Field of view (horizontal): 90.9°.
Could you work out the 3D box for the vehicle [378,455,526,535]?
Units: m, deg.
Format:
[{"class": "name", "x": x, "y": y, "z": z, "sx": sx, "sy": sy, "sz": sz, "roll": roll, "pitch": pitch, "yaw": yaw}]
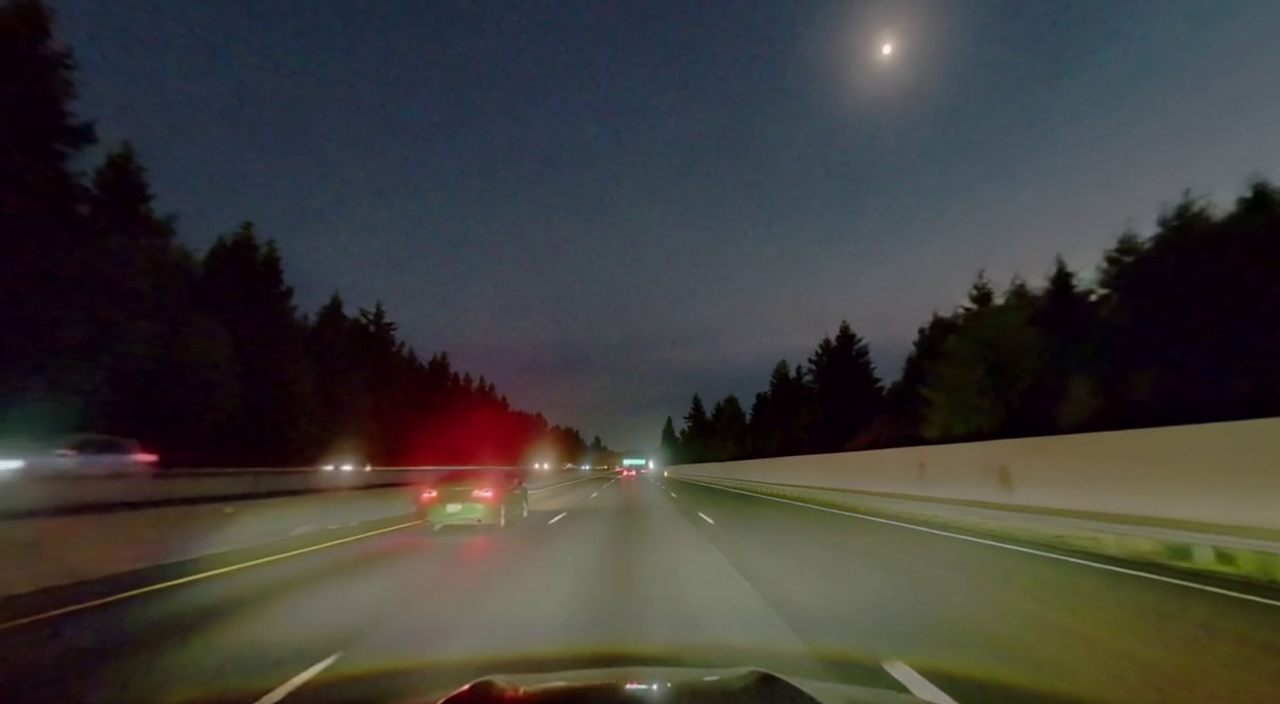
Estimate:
[{"class": "vehicle", "x": -3.944, "y": 3.097, "z": 14.043, "sx": 2.006, "sy": 1.469, "sz": 4.050, "roll": 1, "pitch": -10, "yaw": 0}]
